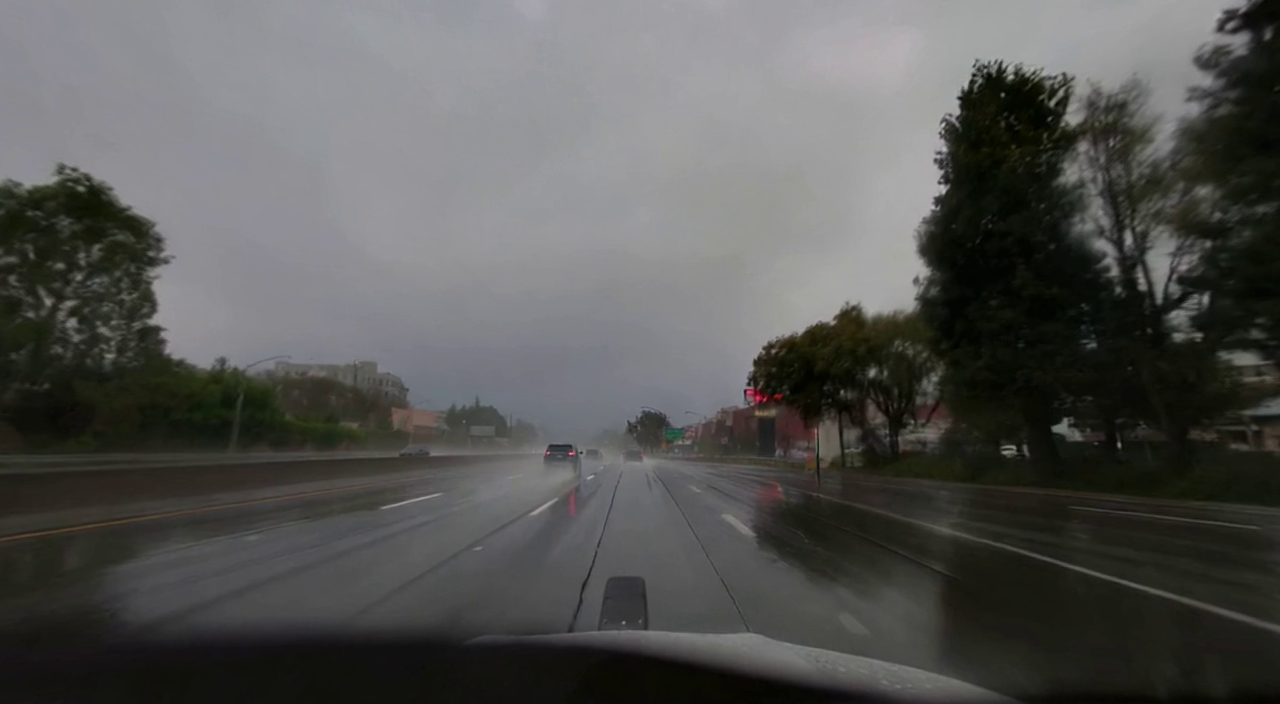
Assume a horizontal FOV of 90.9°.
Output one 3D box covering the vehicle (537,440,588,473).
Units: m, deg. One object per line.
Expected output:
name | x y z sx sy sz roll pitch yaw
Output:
vehicle | -4.403 6.019 36.665 2.236 1.736 5.585 0 -8 0
